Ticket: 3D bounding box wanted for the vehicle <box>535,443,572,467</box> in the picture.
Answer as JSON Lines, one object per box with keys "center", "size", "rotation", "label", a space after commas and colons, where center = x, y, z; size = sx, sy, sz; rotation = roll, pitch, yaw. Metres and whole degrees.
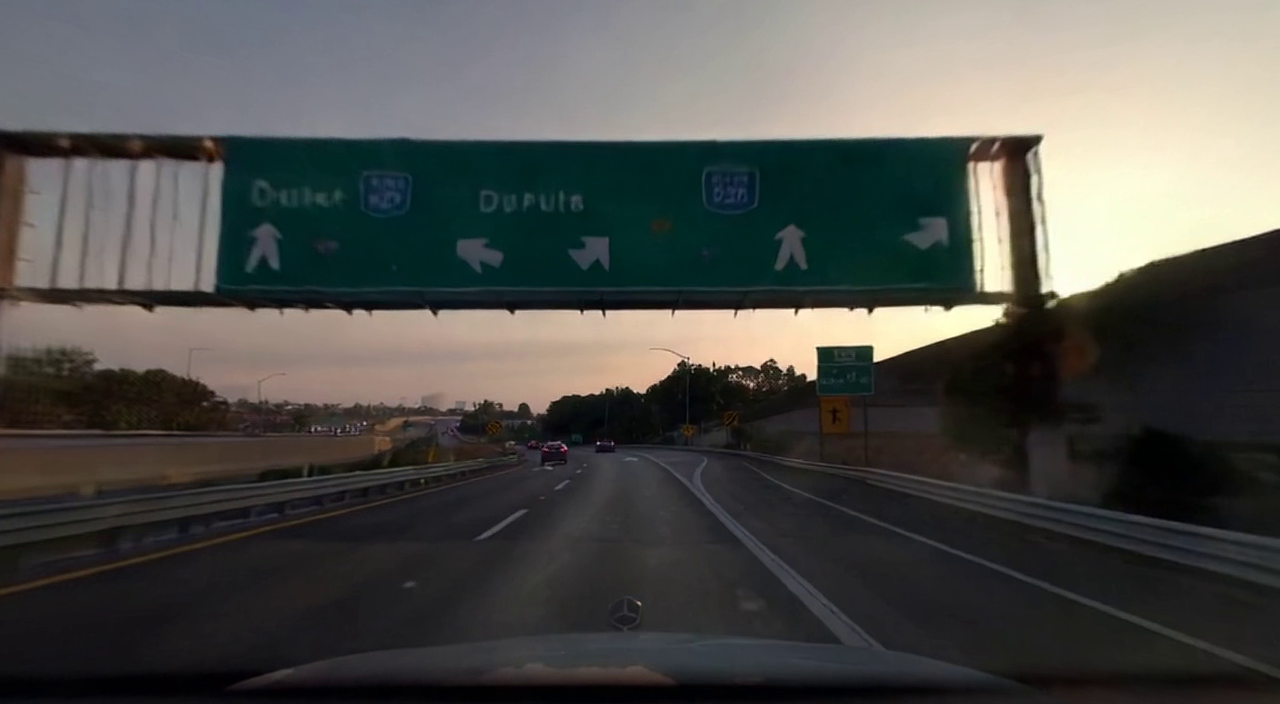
{"center": [-6.003, 7.171, 44.013], "size": [2.234, 1.588, 4.484], "rotation": [1, -8, -4], "label": "vehicle"}
